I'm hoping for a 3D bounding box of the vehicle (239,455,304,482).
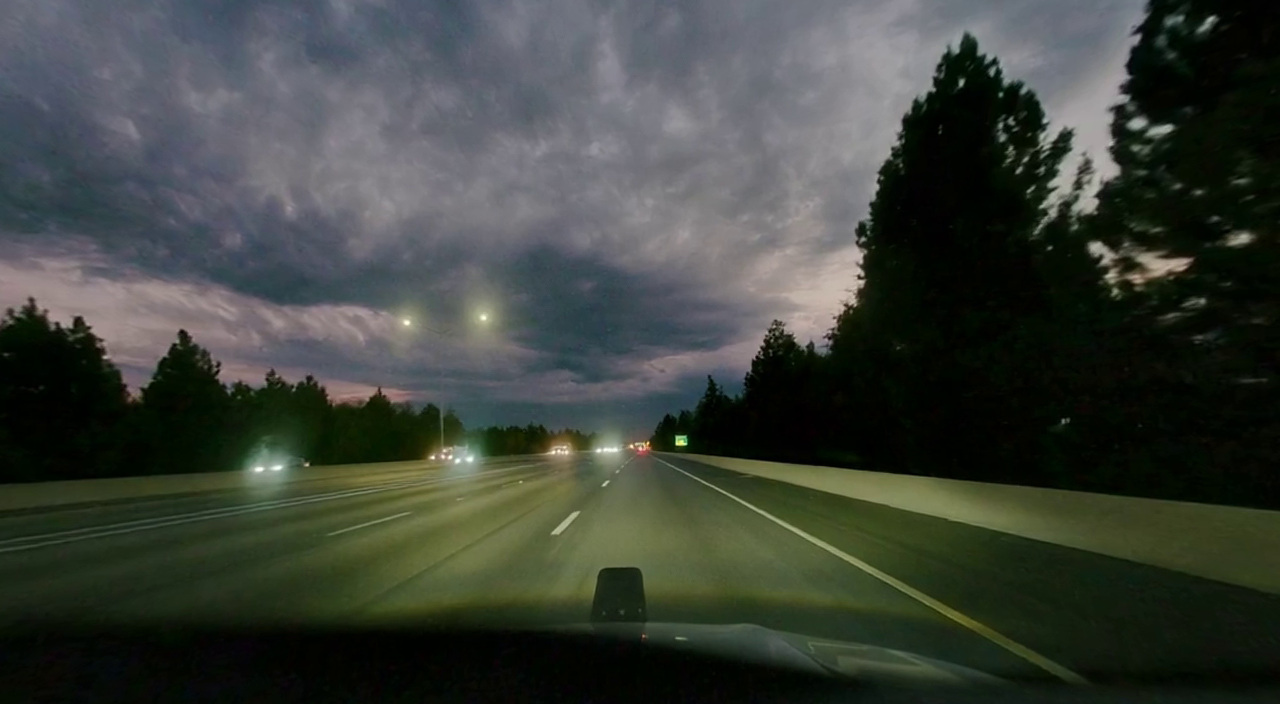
[{"bbox_3d":[-24.061,7.590,41.368,1.819,1.583,4.052,0,-9,0],"label":"vehicle"}]
